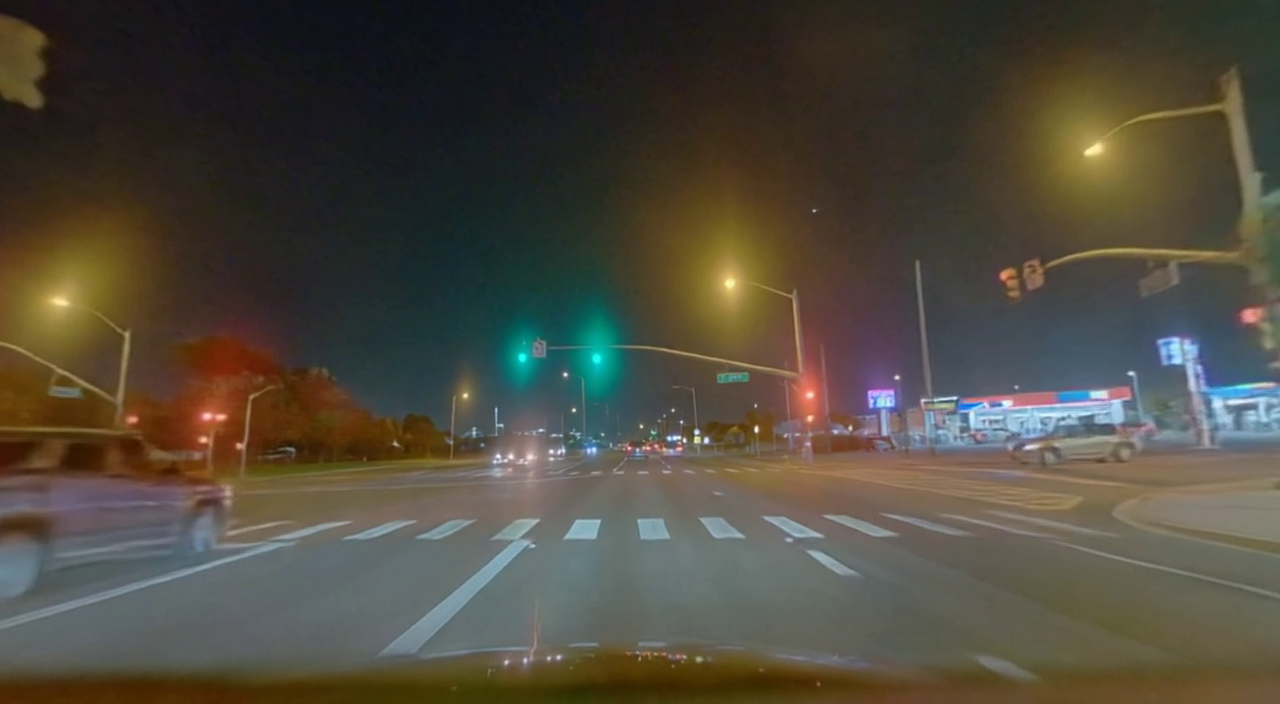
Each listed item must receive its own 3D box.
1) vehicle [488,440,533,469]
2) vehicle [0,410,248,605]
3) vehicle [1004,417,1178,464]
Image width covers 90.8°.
[{"bbox_3d":[-8.516,6.720,41.876,1.946,1.710,5.043,-2,-8,0],"label":"vehicle"},{"bbox_3d":[-6.643,1.553,6.758,2.074,1.692,4.333,0,-8,0],"label":"vehicle"},{"bbox_3d":[16.464,3.264,23.272,4.727,1.585,2.066,-1,-8,1],"label":"vehicle"}]
